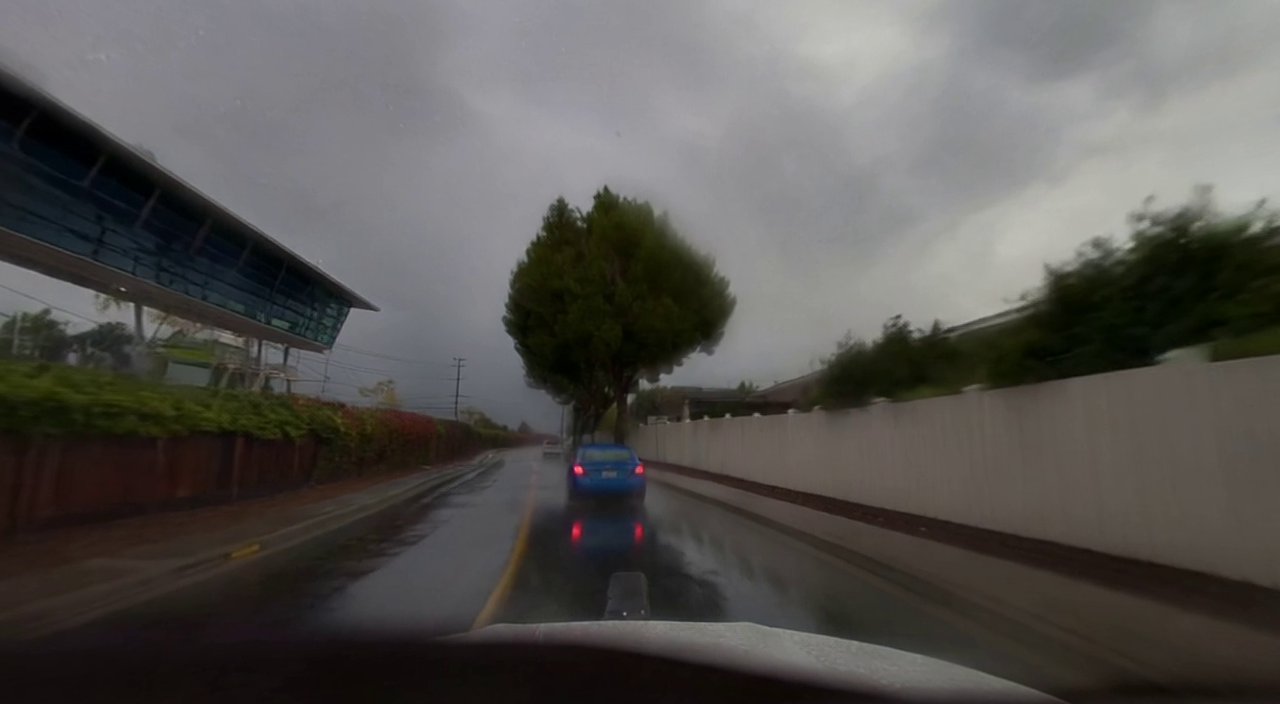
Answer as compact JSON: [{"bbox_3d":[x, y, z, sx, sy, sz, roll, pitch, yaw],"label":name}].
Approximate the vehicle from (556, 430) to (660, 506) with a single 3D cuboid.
[{"bbox_3d":[-0.844,2.630,14.603,2.060,1.487,3.920,1,-9,-6],"label":"vehicle"}]
